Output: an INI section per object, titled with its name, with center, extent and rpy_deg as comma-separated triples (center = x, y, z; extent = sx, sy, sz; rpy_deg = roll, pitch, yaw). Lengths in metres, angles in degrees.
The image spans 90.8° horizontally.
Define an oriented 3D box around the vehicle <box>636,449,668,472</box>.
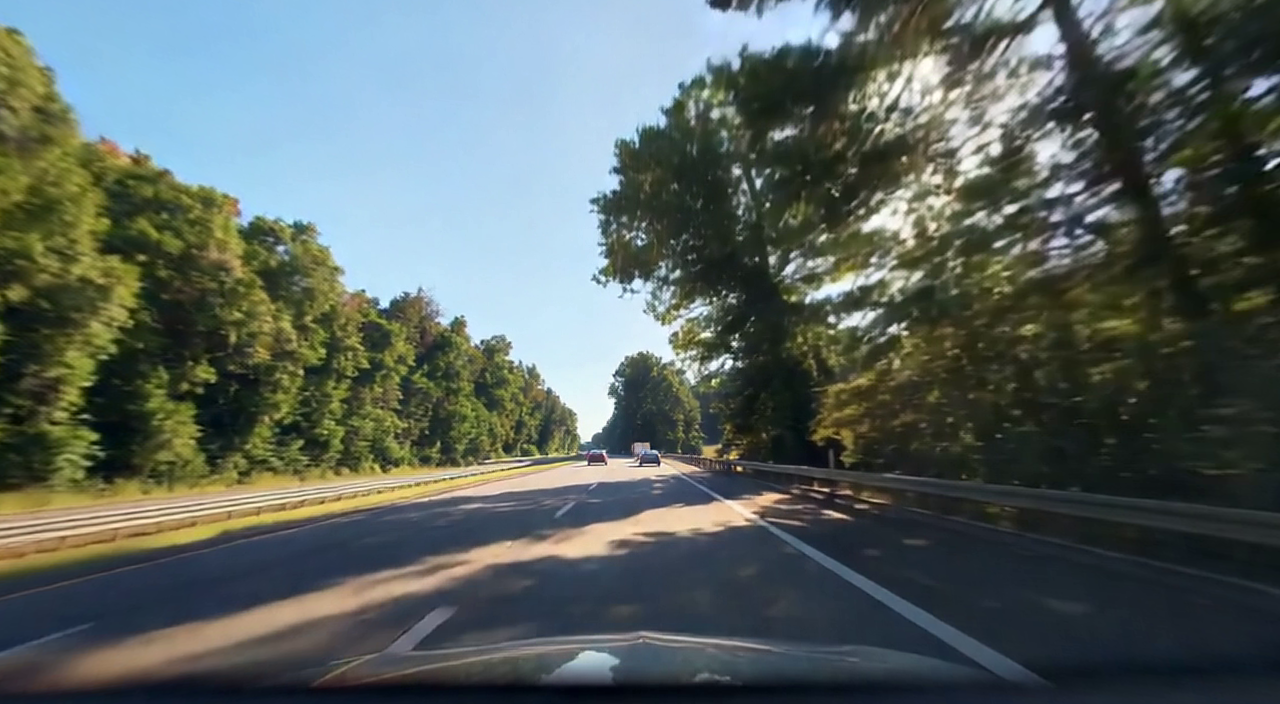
[vehicle]
center = 0.758, 7.231, 42.202
extent = 2.046, 1.452, 4.407
rpy_deg = 0, -9, 0
